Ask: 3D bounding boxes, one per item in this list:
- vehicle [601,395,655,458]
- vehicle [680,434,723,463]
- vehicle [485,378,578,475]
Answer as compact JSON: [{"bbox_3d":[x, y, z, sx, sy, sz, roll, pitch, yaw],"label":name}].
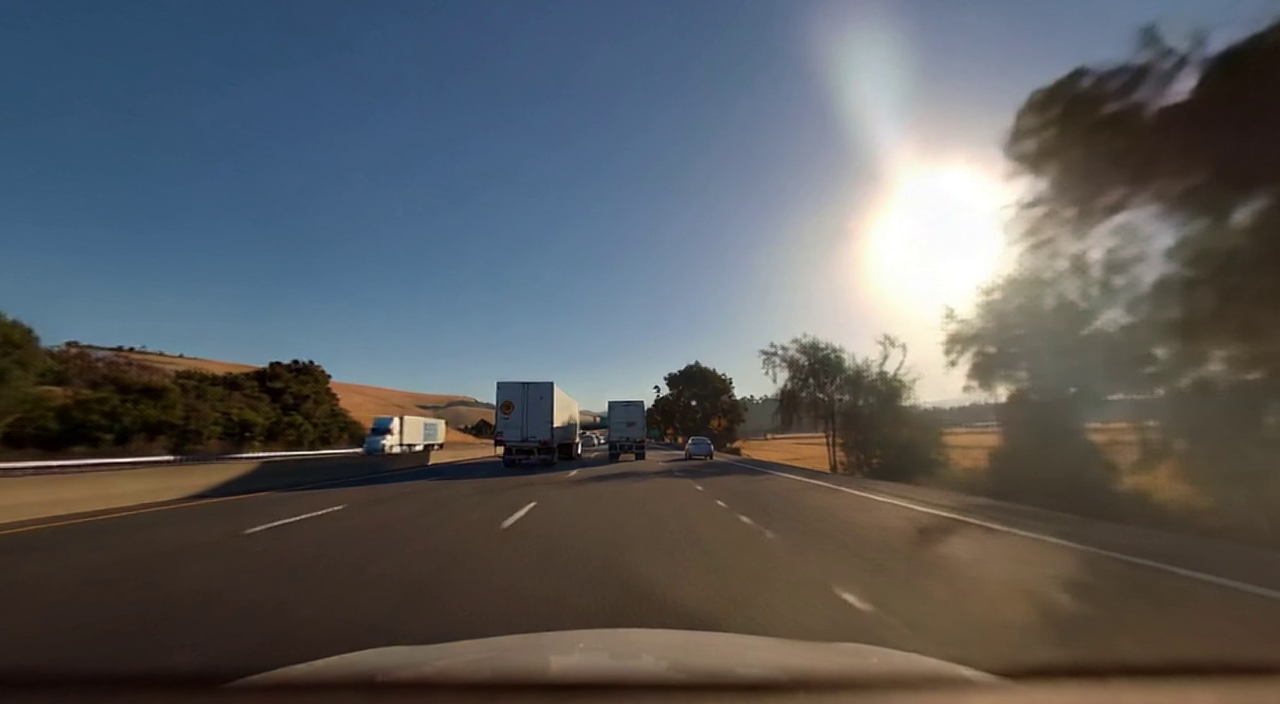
[{"bbox_3d":[-1.224,6.021,49.377,3.475,4.037,17.454,0,-8,-3],"label":"vehicle"},{"bbox_3d":[3.348,5.301,34.796,1.891,1.477,3.599,0,-8,-2],"label":"vehicle"},{"bbox_3d":[-4.163,3.110,25.703,2.728,3.405,7.096,0,-8,-2],"label":"vehicle"}]
